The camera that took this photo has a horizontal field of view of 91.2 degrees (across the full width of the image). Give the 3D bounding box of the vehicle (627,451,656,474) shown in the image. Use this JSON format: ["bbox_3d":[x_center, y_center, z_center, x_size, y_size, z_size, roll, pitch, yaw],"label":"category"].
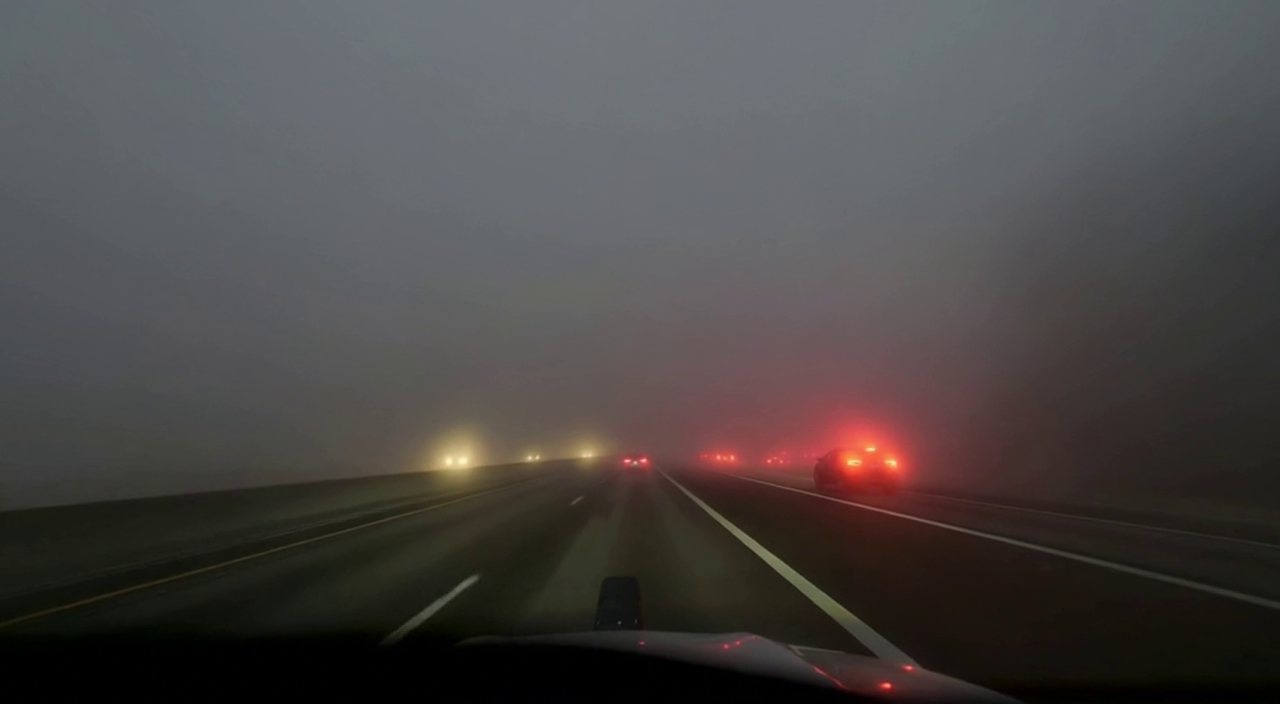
[{"bbox_3d":[0.131,8.122,46.299,2.025,1.526,4.181,-1,-9,1],"label":"vehicle"}]

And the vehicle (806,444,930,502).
[{"bbox_3d":[6.823,3.648,19.378,2.008,1.533,4.592,-1,-9,-1],"label":"vehicle"}]
